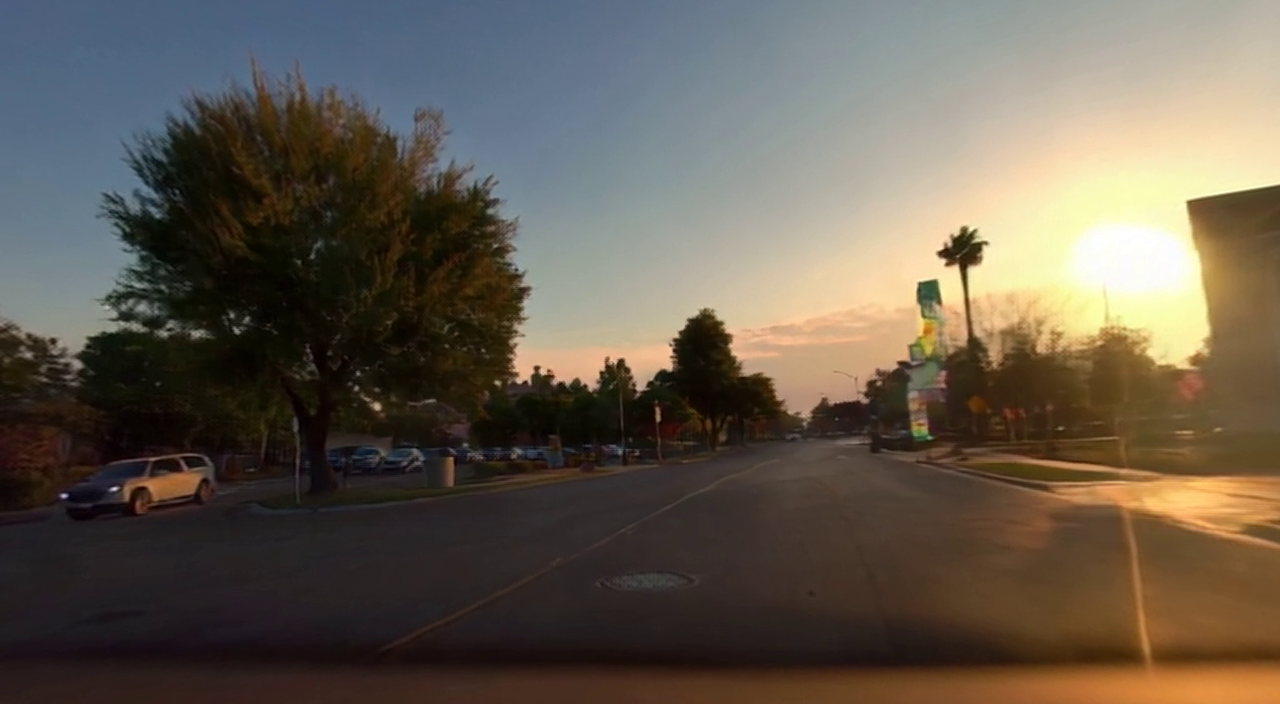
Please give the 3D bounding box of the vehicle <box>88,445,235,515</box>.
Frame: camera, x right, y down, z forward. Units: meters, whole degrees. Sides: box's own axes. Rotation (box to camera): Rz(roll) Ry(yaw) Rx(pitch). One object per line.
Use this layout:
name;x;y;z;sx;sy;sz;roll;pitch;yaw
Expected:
vehicle;-14.700;3.869;19.810;2.174;1.863;4.651;3;-9;-18

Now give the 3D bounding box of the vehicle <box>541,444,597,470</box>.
vehicle;-5.125;7.567;45.768;3.635;1.521;1.726;2;-5;10

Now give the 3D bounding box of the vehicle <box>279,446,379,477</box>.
vehicle;-18.883;6.631;38.439;5.193;1.830;2.049;-2;-9;11

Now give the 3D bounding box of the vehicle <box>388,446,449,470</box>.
vehicle;-17.106;8.152;48.832;3.928;1.784;1.895;-2;-9;12
